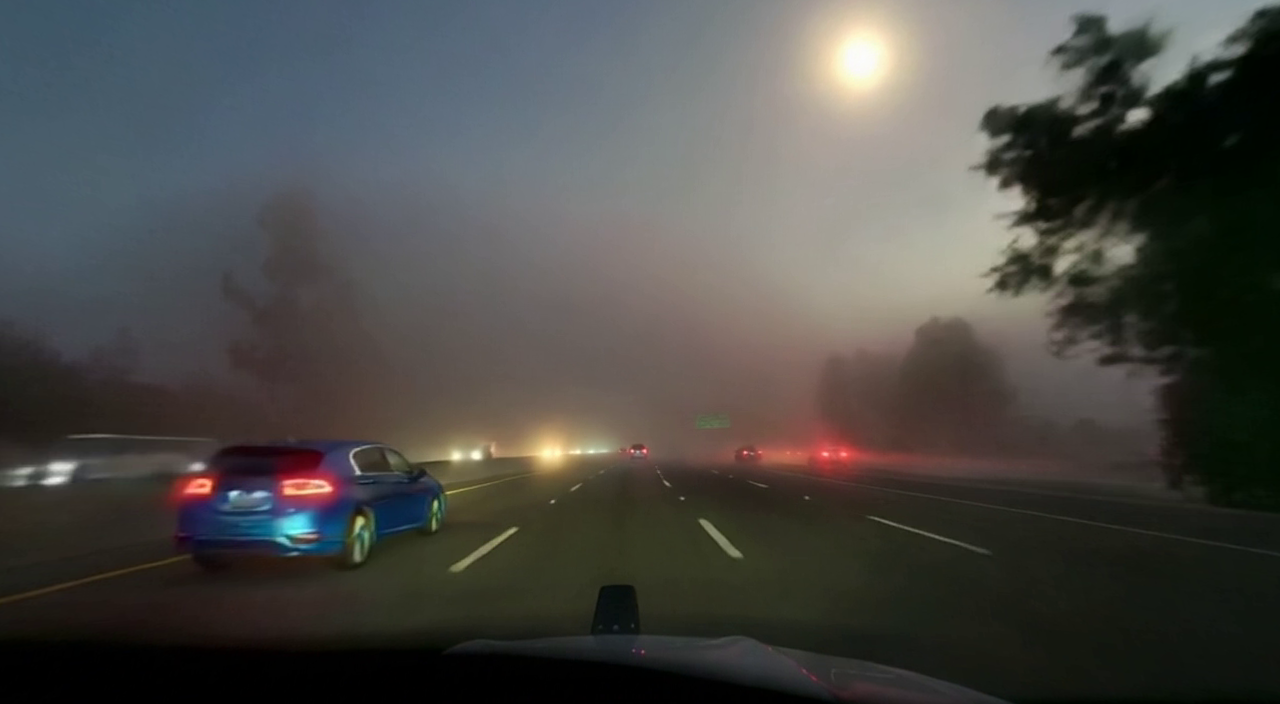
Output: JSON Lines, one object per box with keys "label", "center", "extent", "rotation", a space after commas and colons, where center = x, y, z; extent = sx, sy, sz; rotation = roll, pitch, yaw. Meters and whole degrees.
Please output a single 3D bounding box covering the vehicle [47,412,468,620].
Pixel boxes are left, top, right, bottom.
{"label": "vehicle", "center": [-3.647, 1.640, 7.356], "extent": [1.996, 1.617, 4.637], "rotation": [0, -9, 0]}
